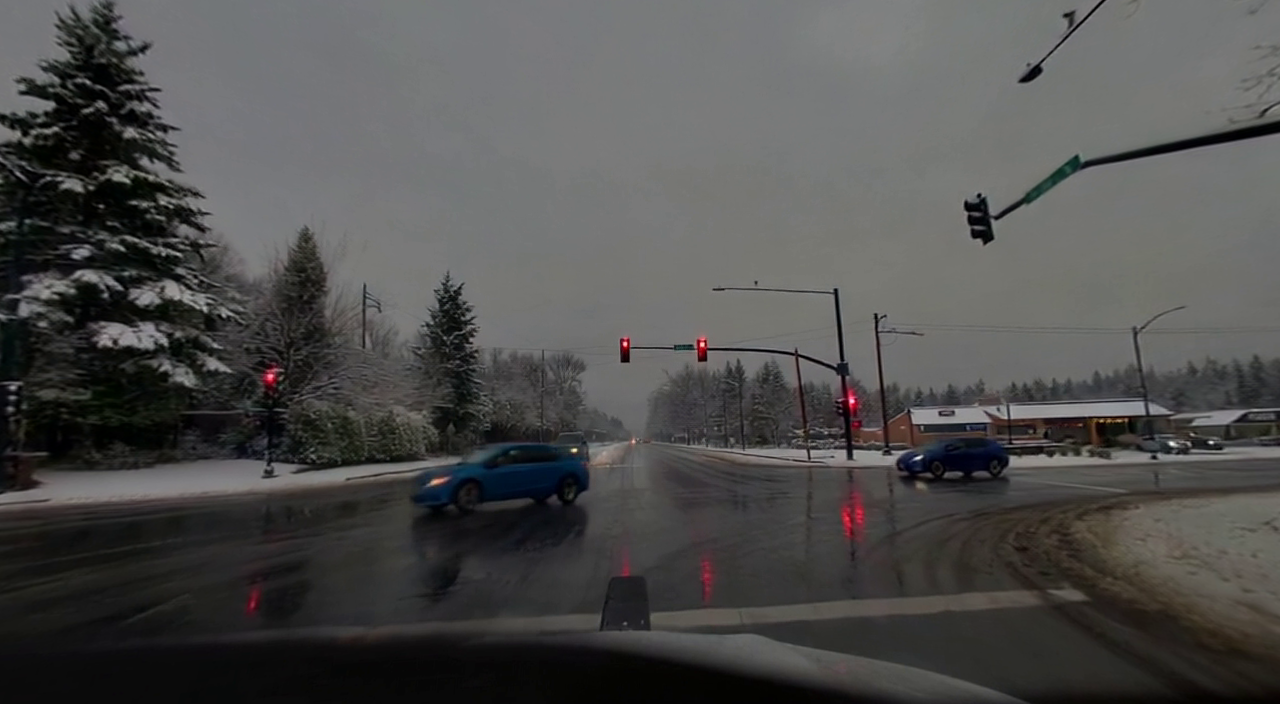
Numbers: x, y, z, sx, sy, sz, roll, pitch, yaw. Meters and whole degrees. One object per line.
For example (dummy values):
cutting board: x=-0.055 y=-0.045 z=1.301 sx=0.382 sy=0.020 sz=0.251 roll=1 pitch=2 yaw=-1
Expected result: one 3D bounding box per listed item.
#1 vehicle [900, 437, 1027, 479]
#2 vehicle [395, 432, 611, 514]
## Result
vehicle: x=12.670 y=4.121 z=24.689 sx=4.377 sy=1.523 sz=1.877 roll=3 pitch=-9 yaw=-20
vehicle: x=-2.790 y=2.561 z=13.897 sx=1.864 sy=1.482 sz=4.528 roll=-6 pitch=-10 yaw=35
